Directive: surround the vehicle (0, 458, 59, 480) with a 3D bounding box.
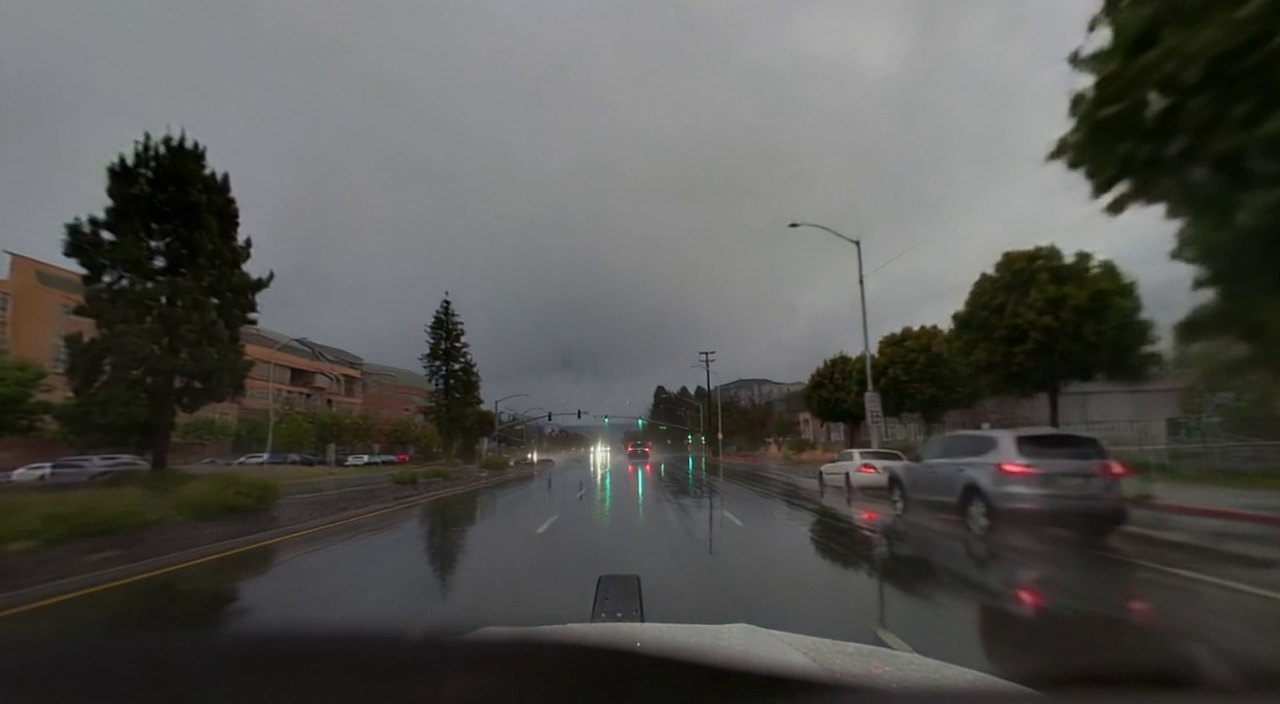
[{"bbox_3d":[-45.054,8.619,46.658,1.898,1.449,4.524,4,-10,-27],"label":"vehicle"}]

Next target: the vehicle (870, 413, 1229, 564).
[{"bbox_3d":[5.877,2.023,10.181,2.295,1.804,4.971,0,-9,-2],"label":"vehicle"}]
